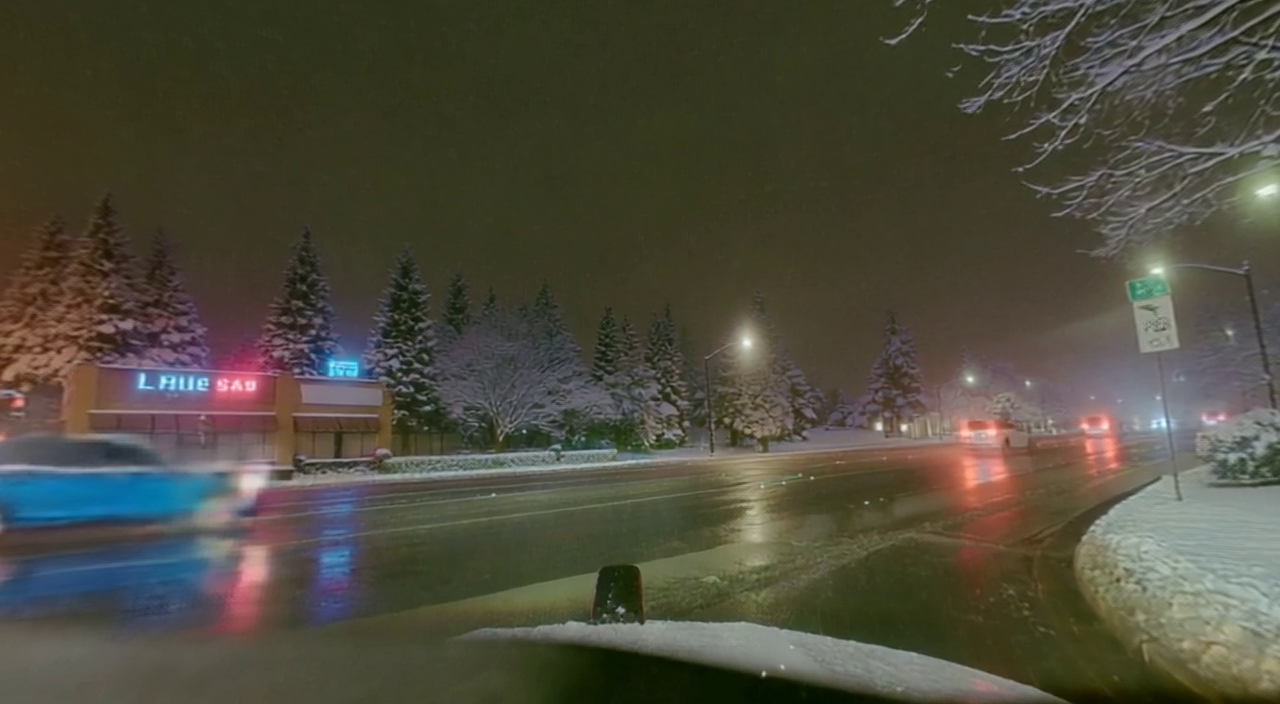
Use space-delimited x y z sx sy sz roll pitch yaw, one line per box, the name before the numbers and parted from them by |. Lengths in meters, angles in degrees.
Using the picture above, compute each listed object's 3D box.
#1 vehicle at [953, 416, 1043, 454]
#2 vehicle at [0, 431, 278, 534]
vehicle | 15.686 3.664 27.603 4.182 1.536 1.885 7 -11 -38
vehicle | -8.899 2.112 10.688 4.415 1.464 1.890 7 -11 -41
